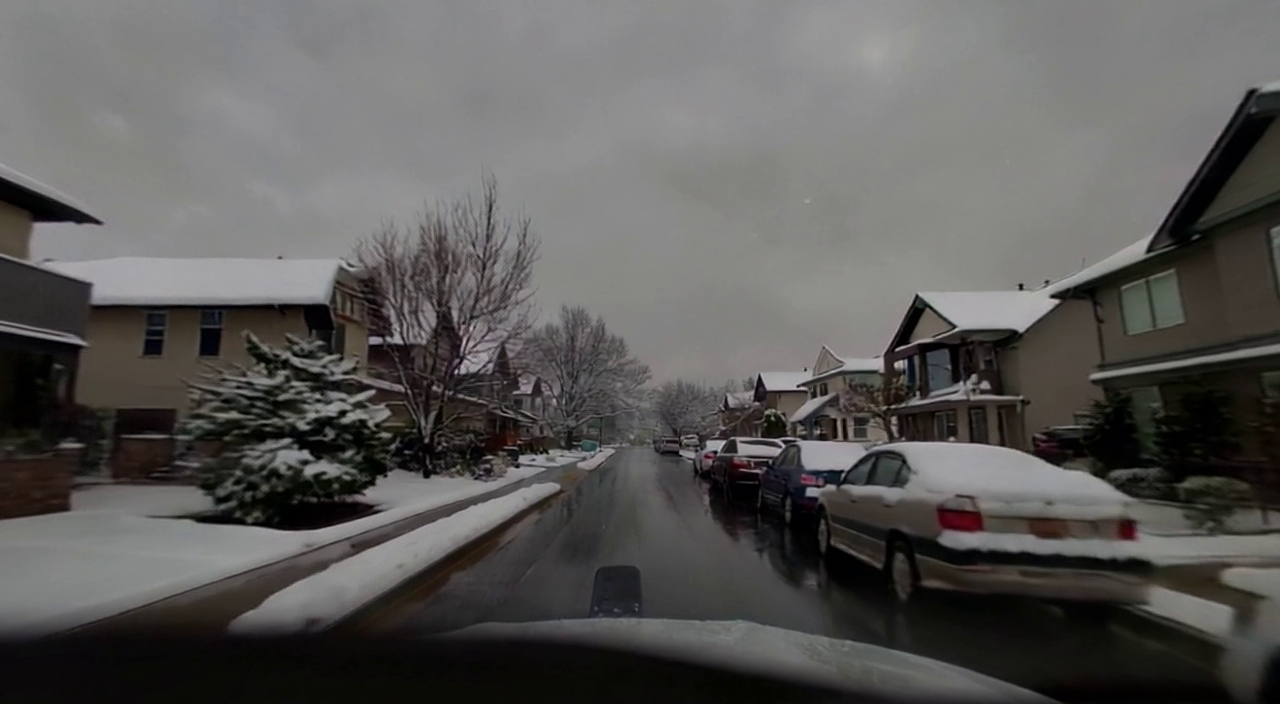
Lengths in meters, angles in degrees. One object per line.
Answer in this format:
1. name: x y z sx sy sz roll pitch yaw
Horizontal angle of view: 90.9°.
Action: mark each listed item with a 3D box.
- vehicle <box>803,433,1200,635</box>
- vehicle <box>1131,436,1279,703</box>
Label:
1. vehicle: 3.206 1.619 6.591 2.036 1.510 3.505 0 -8 0
2. vehicle: 3.283 0.867 0.995 1.759 1.464 3.993 0 -8 0
